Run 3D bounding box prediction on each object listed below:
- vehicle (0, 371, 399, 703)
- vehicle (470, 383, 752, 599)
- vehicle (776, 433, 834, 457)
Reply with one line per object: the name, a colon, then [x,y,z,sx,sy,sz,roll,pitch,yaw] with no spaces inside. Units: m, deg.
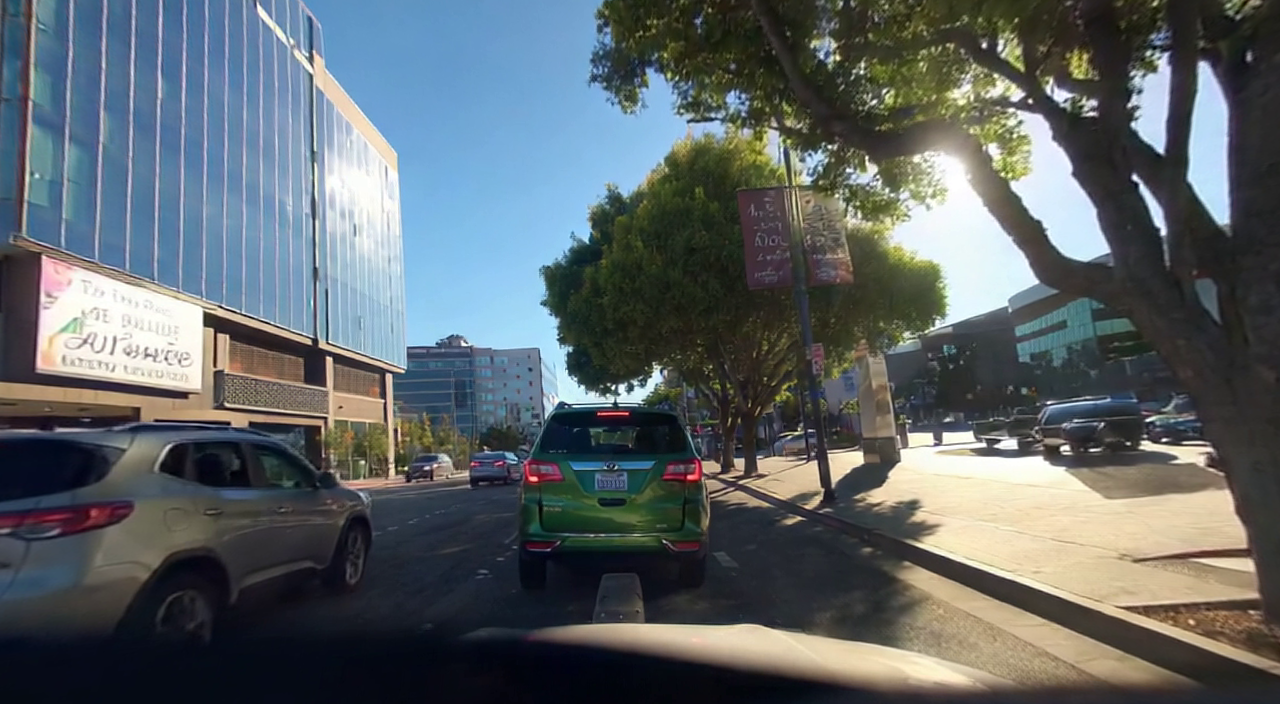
vehicle: [-3.409,1.203,4.269,1.971,1.658,4.428,0,-8,-2]
vehicle: [-0.343,1.570,7.993,2.531,1.930,4.382,0,-8,-2]
vehicle: [10.504,5.929,40.095,1.877,1.416,3.965,-8,-12,41]
